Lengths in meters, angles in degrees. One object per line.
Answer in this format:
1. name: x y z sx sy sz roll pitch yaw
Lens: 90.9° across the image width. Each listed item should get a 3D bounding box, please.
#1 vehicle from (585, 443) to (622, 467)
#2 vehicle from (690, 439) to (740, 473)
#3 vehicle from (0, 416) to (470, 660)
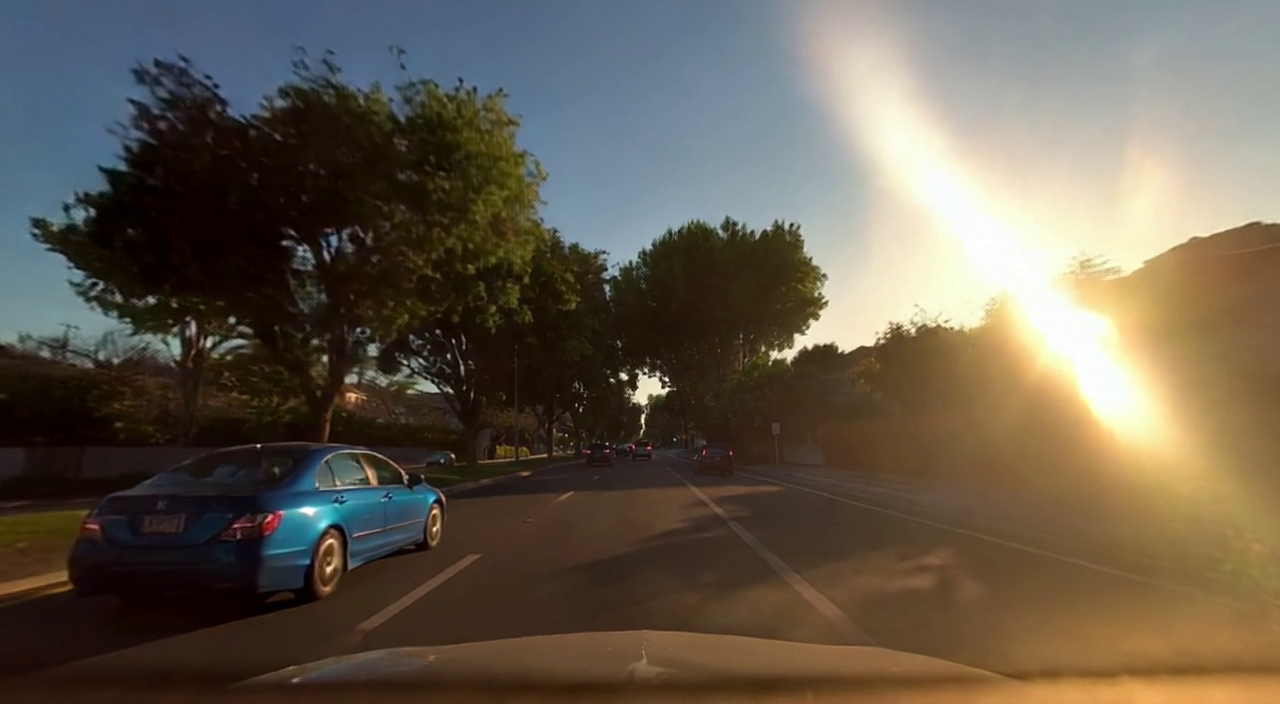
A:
1. vehicle: -2.327 6.732 41.287 1.940 1.473 4.133 -1 -8 3
2. vehicle: 3.969 5.579 34.023 2.182 1.688 4.187 0 -8 0
3. vehicle: -3.543 1.536 6.496 2.091 1.503 4.989 0 -8 1
